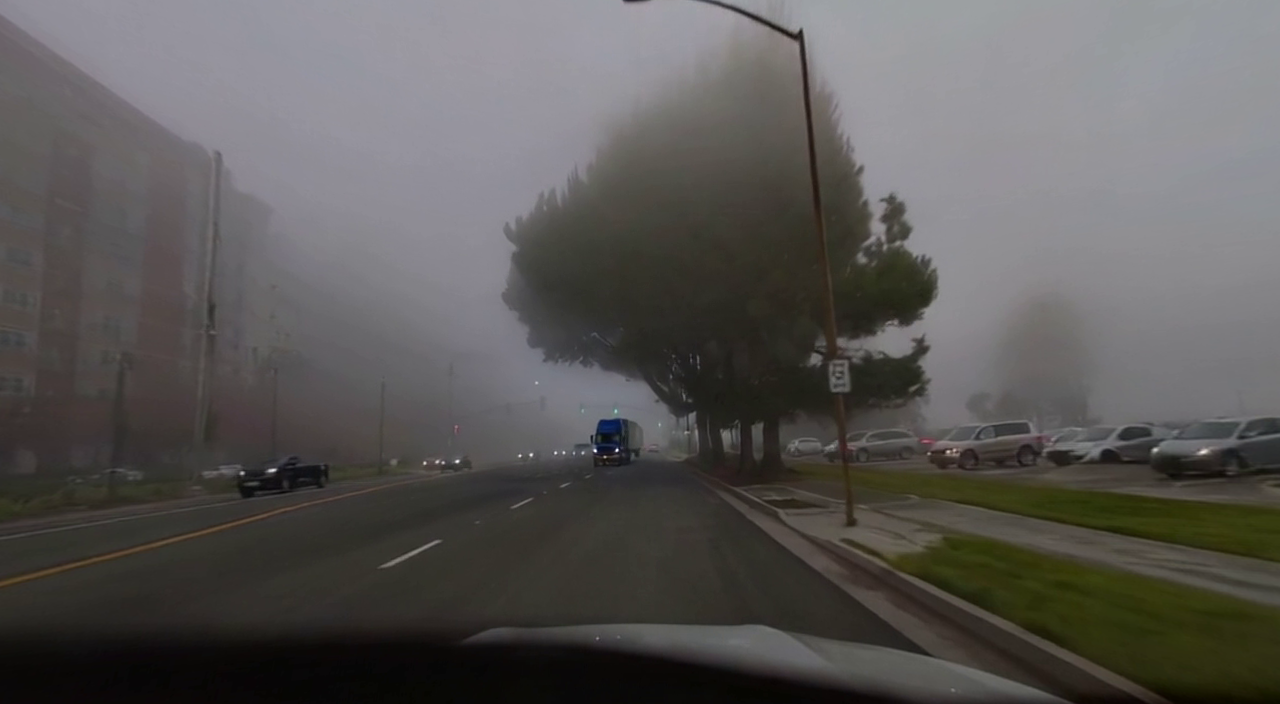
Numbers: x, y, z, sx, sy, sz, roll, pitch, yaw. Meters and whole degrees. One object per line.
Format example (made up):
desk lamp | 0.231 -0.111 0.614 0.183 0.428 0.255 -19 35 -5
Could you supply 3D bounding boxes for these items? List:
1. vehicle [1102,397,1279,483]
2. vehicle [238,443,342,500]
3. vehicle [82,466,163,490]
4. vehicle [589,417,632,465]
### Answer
vehicle | 13.680 2.056 14.833 4.244 1.848 1.890 1 -7 -7
vehicle | -16.406 5.555 29.885 2.380 2.179 5.187 -5 -8 -5
vehicle | -39.379 9.603 48.030 4.477 1.658 1.861 0 -9 -1
vehicle | -2.332 6.885 48.444 2.904 3.201 11.269 0 -9 -3
